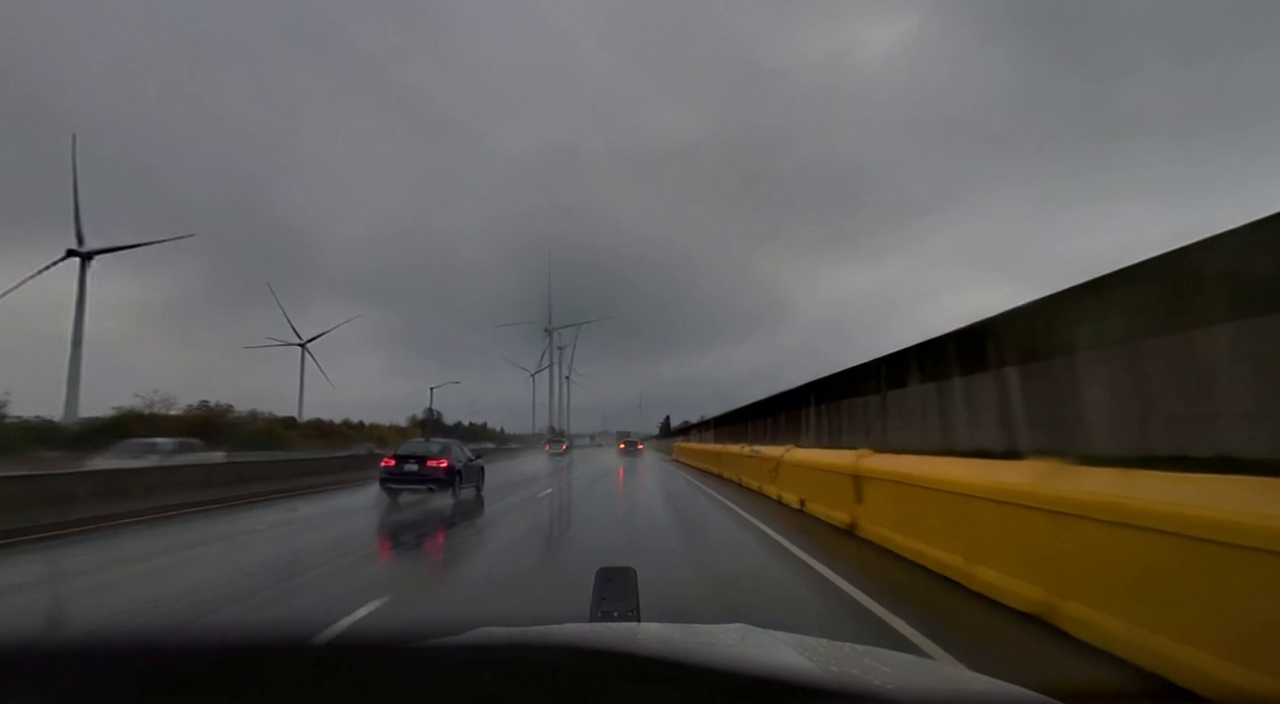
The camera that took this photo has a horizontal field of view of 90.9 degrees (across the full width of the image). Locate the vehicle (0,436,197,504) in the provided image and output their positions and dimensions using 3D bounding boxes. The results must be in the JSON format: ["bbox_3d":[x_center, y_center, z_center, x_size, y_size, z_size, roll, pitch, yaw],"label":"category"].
[{"bbox_3d":[-14.969,3.124,17.340,2.009,1.578,4.910,0,-8,-1],"label":"vehicle"}]

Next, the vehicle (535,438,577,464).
[{"bbox_3d":[-4.940,5.857,37.524,2.059,1.436,3.802,0,-8,-1],"label":"vehicle"}]

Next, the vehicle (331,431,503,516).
[{"bbox_3d":[-4.423,2.456,13.433,1.998,1.468,4.635,0,-8,0],"label":"vehicle"}]

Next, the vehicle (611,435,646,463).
[{"bbox_3d":[-0.683,5.789,37.751,2.027,1.550,3.607,0,-8,-1],"label":"vehicle"}]
